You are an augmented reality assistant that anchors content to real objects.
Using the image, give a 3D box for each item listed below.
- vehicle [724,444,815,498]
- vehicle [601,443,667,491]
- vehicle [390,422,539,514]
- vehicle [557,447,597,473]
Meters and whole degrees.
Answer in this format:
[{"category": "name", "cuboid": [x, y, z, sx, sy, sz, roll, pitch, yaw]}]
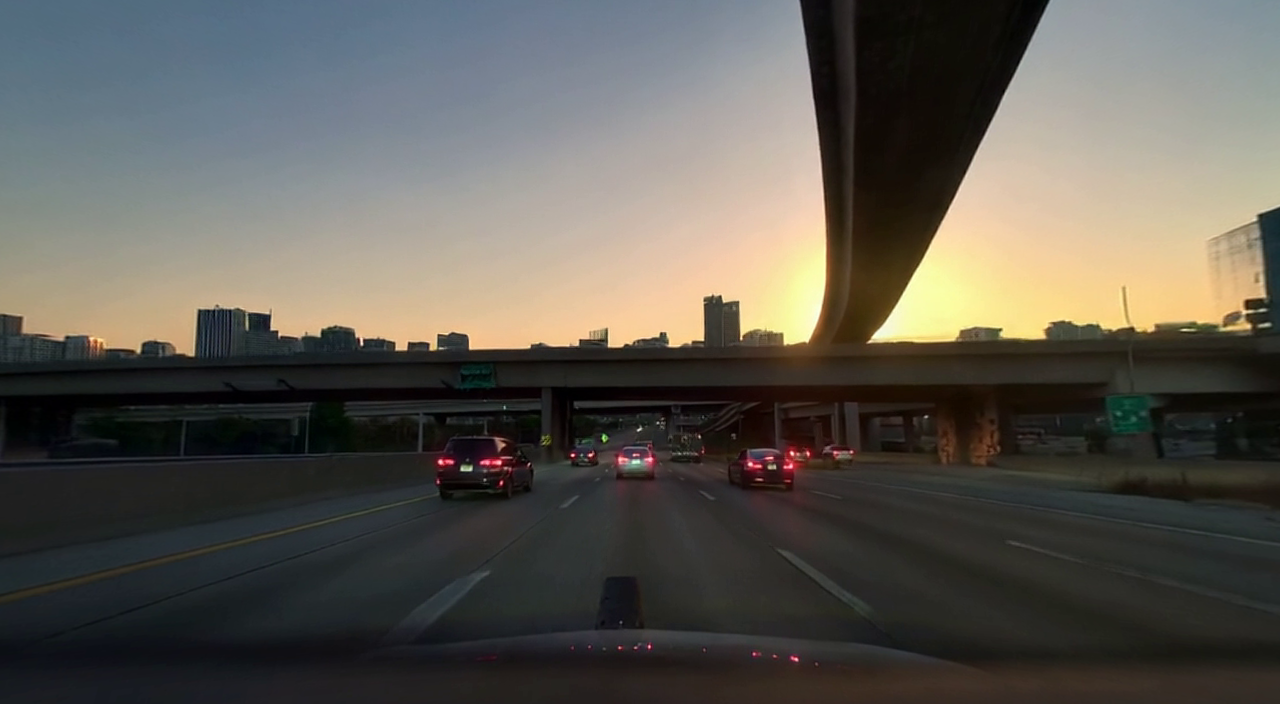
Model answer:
[{"category": "vehicle", "cuboid": [3.949, 3.683, 19.894, 1.974, 1.490, 3.994, 0, -9, 0]}, {"category": "vehicle", "cuboid": [-0.168, 3.945, 22.042, 2.089, 1.493, 3.964, 0, -8, 0]}, {"category": "vehicle", "cuboid": [-3.913, 2.683, 15.055, 2.142, 1.819, 4.648, 0, -8, 1]}, {"category": "vehicle", "cuboid": [-3.687, 6.373, 37.537, 1.868, 1.431, 4.055, 0, -9, 1]}]
